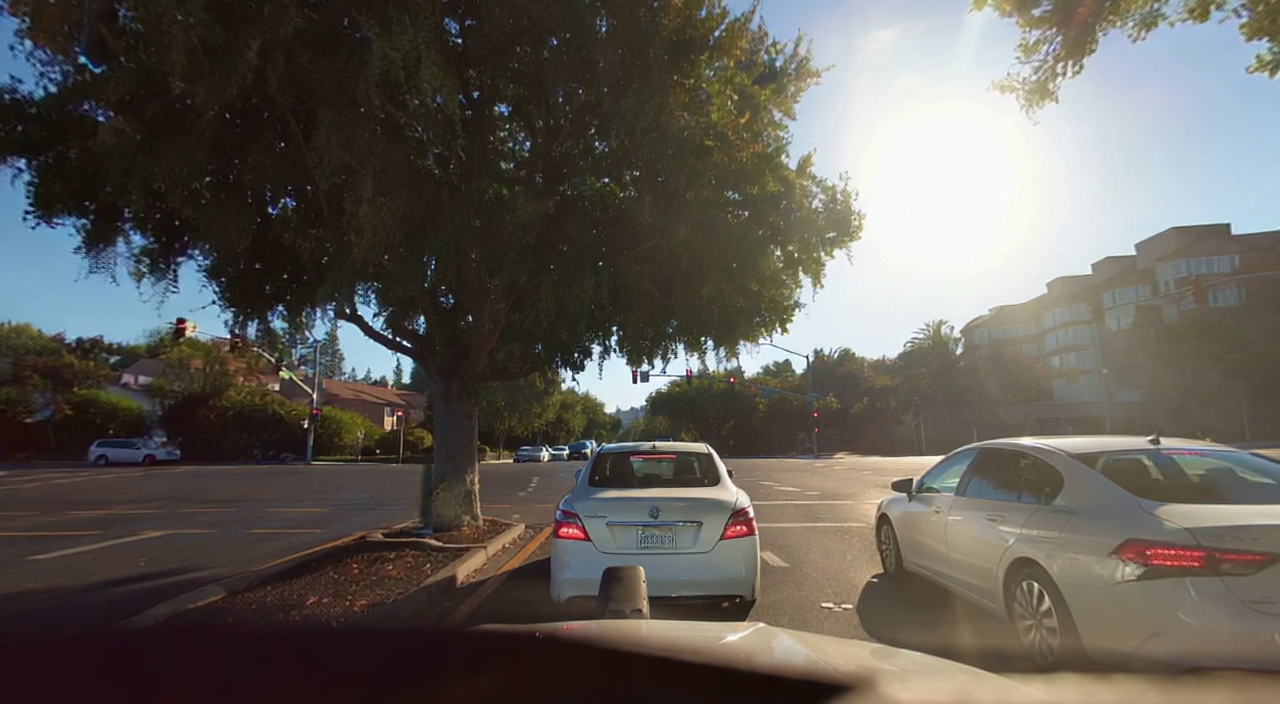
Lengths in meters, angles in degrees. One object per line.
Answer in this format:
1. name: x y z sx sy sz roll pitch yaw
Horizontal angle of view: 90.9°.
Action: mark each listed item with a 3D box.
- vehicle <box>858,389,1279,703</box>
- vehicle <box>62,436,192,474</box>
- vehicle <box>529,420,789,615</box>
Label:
1. vehicle: 3.174 1.126 3.897 1.931 1.493 4.555 0 -8 -1
2. vehicle: -24.299 4.877 29.989 4.450 1.684 1.894 0 -8 0
3. vehicle: 0.106 1.563 6.872 2.017 1.485 3.813 0 -8 -1
